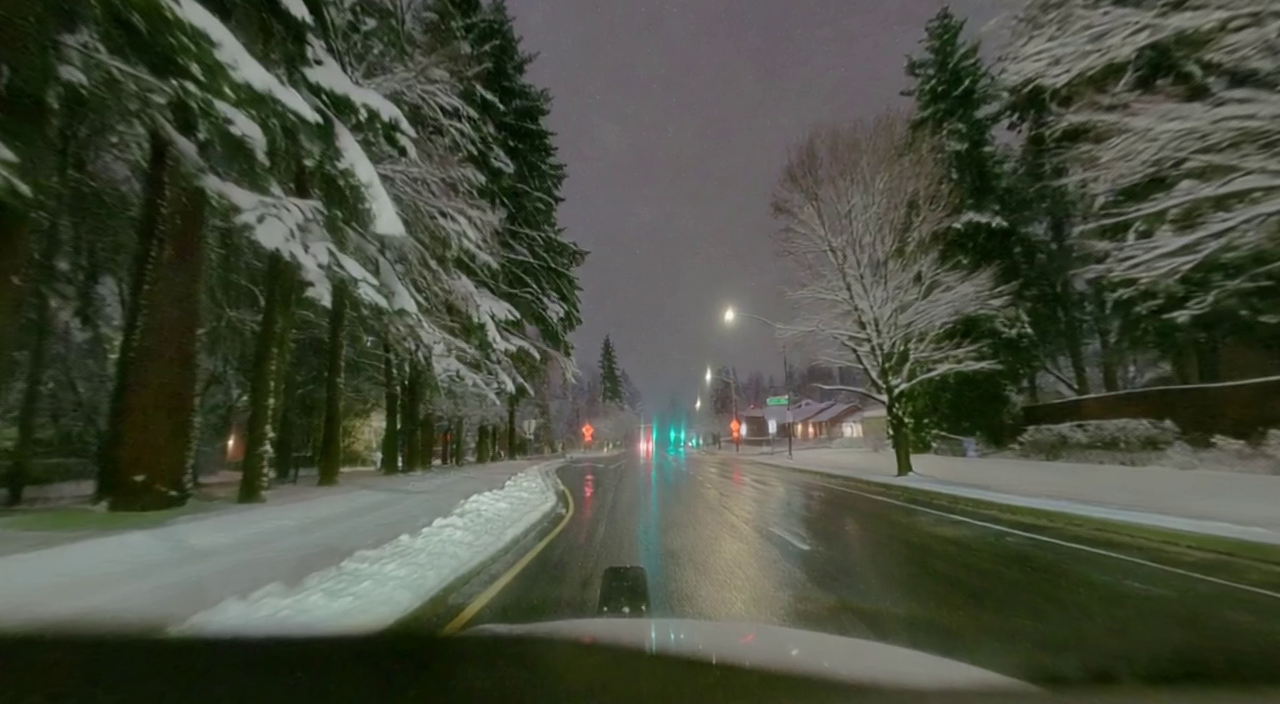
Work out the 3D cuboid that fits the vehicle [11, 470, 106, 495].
[{"bbox_3d":[-39.567,8.850,43.042,1.896,1.408,4.446,0,-9,7],"label":"vehicle"}]
